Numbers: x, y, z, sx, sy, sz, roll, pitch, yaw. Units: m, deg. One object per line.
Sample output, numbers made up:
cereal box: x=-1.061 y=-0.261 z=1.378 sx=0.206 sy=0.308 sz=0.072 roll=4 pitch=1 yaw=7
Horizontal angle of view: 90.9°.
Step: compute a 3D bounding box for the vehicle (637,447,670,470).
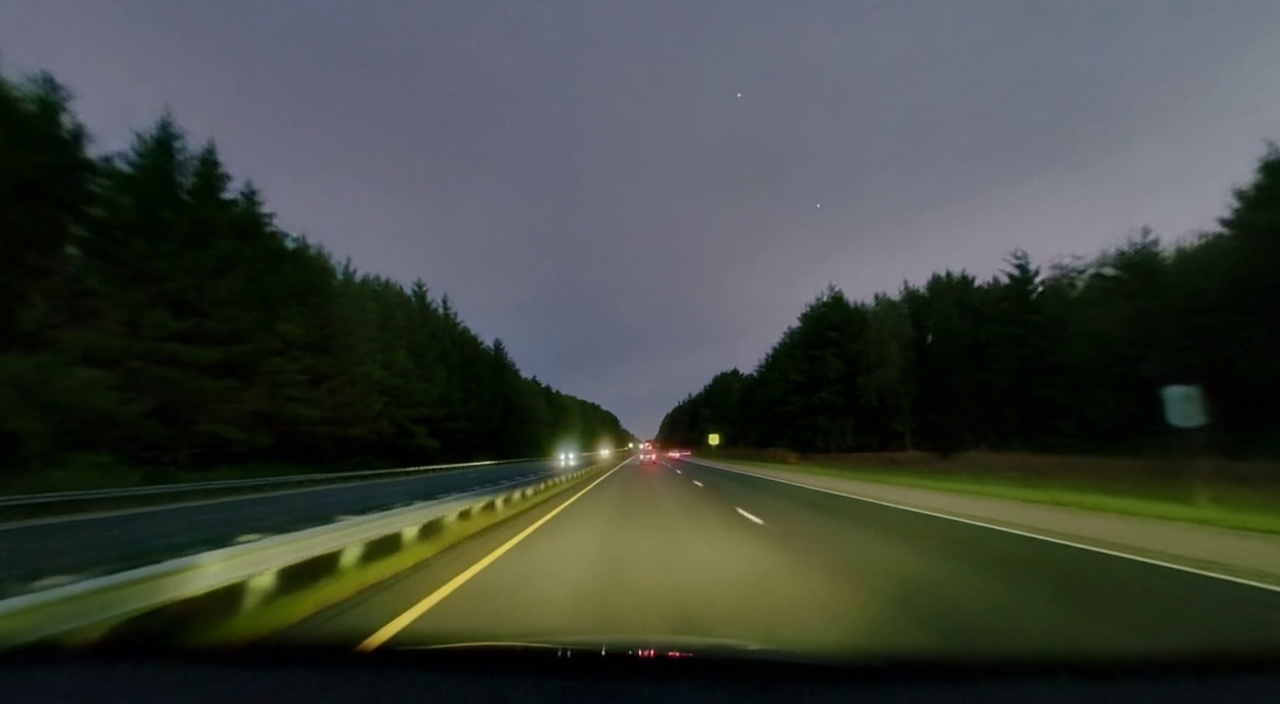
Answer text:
vehicle: x=0.876 y=7.357 z=43.798 sx=2.162 sy=1.492 sz=3.975 roll=0 pitch=-9 yaw=-1
